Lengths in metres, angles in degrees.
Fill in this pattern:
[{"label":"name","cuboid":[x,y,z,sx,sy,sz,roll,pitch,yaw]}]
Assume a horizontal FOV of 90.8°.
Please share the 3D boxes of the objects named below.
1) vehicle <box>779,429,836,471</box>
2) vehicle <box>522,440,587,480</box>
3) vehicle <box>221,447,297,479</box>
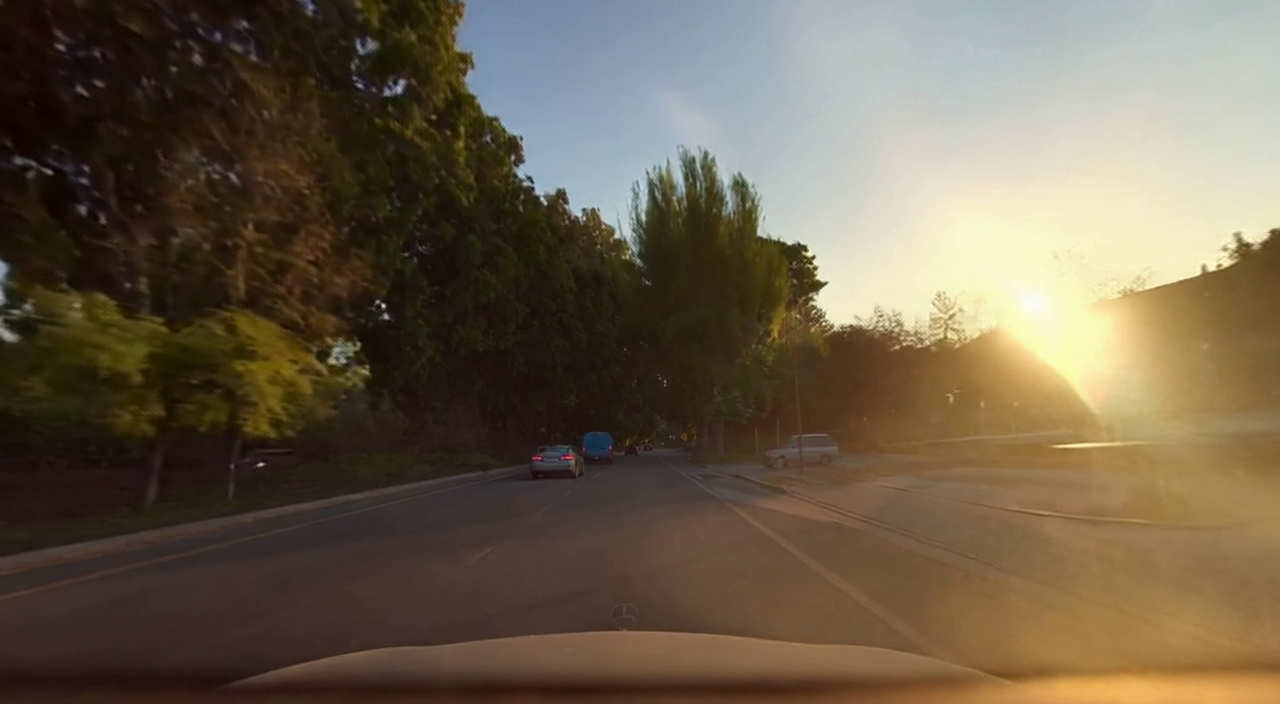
[{"label":"vehicle","cuboid":[7.142,4.195,27.147,1.596,1.654,2.920,-1,-8,0]},{"label":"vehicle","cuboid":[-3.338,4.305,25.430,2.009,1.473,4.028,0,-8,1]},{"label":"vehicle","cuboid":[-22.597,6.572,37.704,1.911,1.799,4.222,0,-8,-1]}]
